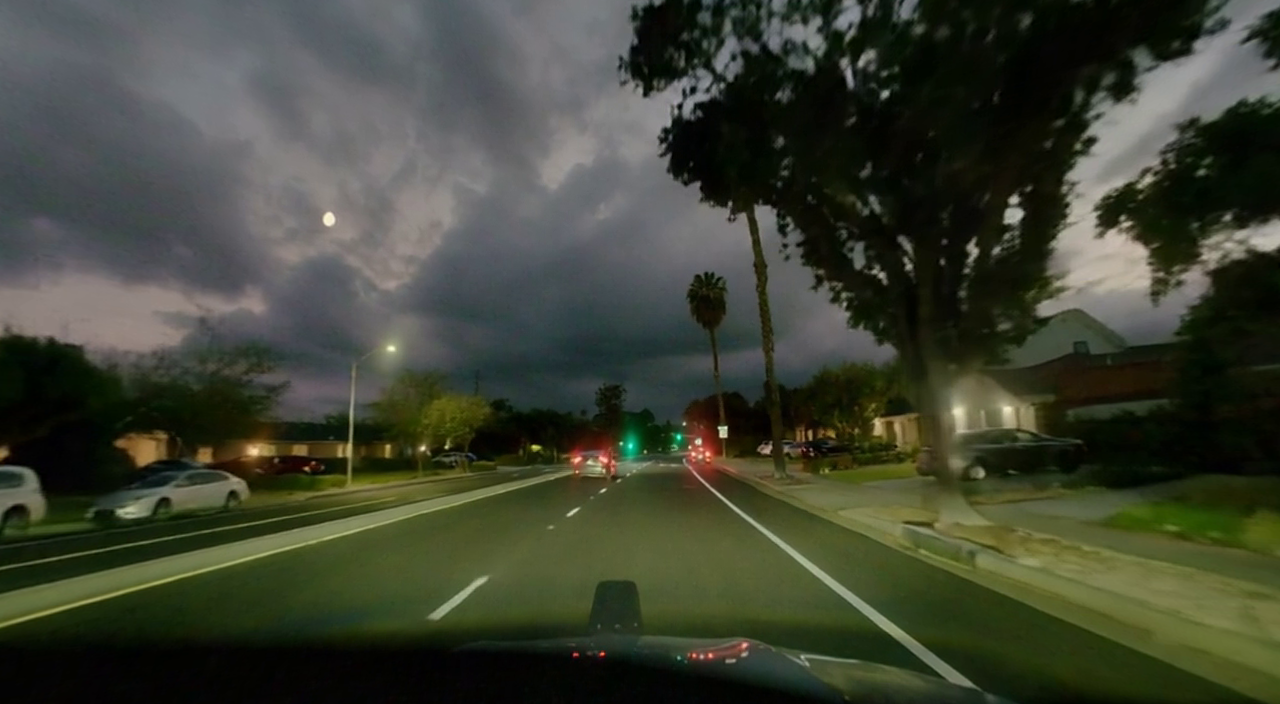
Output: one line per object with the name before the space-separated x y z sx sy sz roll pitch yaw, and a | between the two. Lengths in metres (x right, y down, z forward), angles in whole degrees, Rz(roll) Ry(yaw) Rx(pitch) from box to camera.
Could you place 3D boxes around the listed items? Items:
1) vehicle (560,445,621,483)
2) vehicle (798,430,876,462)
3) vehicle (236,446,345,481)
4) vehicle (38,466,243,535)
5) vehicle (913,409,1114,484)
vehicle | -2.017 4.715 26.884 2.035 1.474 4.284 0 -9 3
vehicle | 12.368 5.922 39.709 4.531 1.864 2.037 5 -10 -29
vehicle | -20.188 6.468 36.713 4.942 1.932 2.247 0 -9 -2
vehicle | -13.535 4.009 17.591 1.995 1.482 4.448 -4 -10 2
vehicle | 10.959 2.843 18.871 4.549 1.672 2.008 -6 -10 2
